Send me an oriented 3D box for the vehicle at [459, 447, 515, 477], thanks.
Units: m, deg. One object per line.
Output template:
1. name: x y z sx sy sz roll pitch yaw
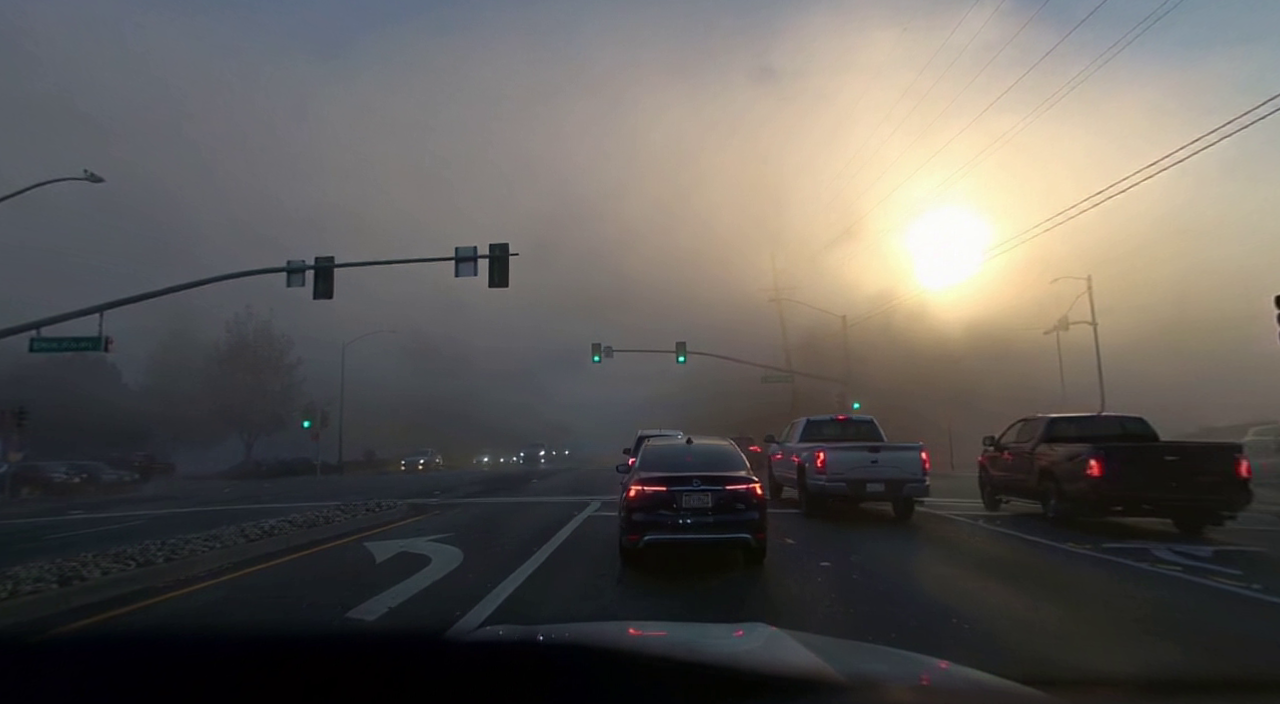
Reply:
1. vehicle: -8.231 5.954 34.367 2.002 1.469 4.301 0 -8 0

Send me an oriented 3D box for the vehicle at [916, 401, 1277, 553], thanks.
1. vehicle: 7.278 2.050 11.124 2.323 2.009 5.266 0 -8 -1

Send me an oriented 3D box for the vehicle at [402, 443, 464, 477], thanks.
1. vehicle: -11.973 6.242 36.862 1.991 1.844 4.393 0 -8 2

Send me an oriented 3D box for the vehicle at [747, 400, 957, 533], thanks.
1. vehicle: 3.843 2.226 12.826 2.358 2.116 5.328 0 -8 -1

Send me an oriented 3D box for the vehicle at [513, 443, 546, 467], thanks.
1. vehicle: -8.550 8.017 49.195 1.904 1.789 4.021 0 -8 -1

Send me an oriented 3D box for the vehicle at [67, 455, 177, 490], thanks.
1. vehicle: -29.075 6.732 35.431 4.789 1.828 2.025 -2 -9 11

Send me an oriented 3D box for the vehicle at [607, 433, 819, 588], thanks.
1. vehicle: 0.623 1.796 7.985 2.038 1.447 3.756 0 -8 -3
